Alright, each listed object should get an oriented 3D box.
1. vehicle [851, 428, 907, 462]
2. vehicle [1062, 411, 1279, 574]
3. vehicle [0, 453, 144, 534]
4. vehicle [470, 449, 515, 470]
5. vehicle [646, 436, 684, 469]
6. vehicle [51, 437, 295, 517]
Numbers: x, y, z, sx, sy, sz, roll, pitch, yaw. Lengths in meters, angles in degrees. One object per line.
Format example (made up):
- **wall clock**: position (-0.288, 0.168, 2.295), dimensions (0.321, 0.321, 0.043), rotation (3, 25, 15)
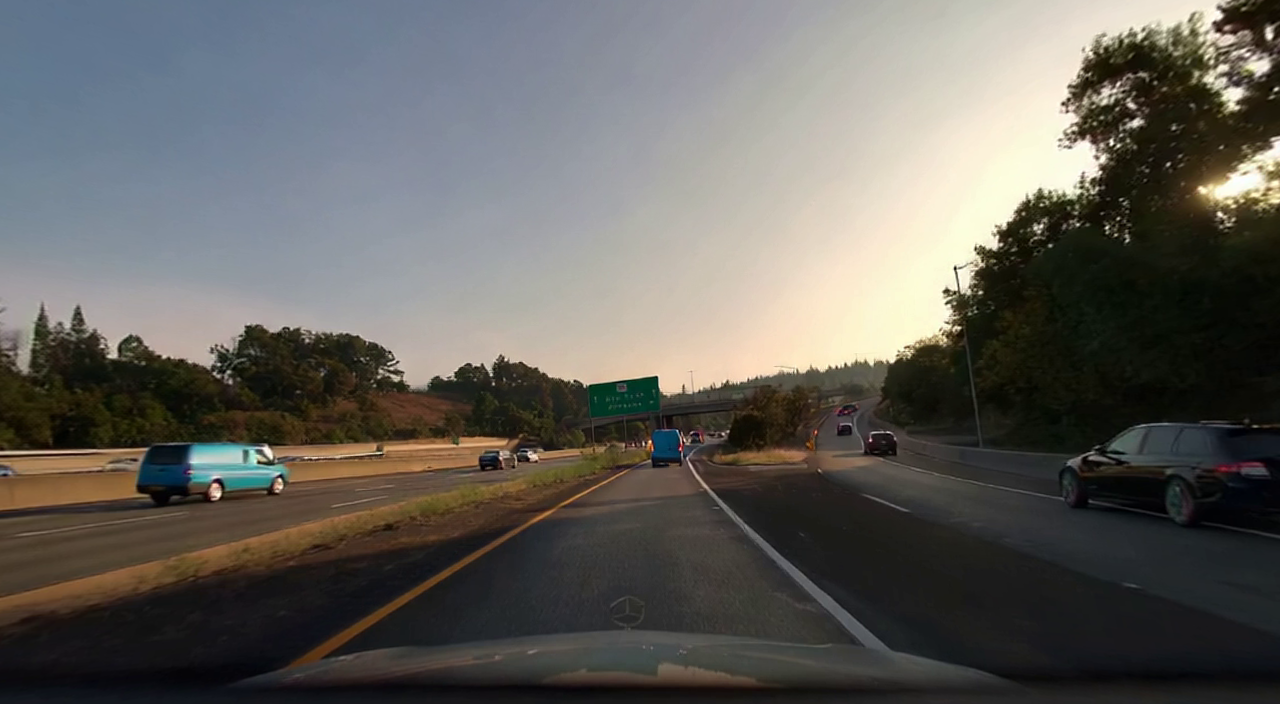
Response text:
- **vehicle**: position (13.715, 5.355, 36.494), dimensions (2.167, 1.798, 4.838), rotation (-2, -8, 11)
- **vehicle**: position (7.818, 1.662, 8.051), dimensions (2.098, 1.654, 4.637), rotation (-2, -8, 8)
- **vehicle**: position (-13.881, 3.035, 13.857), dimensions (2.747, 1.505, 3.932), rotation (0, -8, 0)
- **vehicle**: position (-11.428, 8.345, 49.242), dimensions (2.081, 1.539, 4.573), rotation (-1, -8, 5)
- **vehicle**: position (1.445, 5.848, 36.927), dimensions (2.043, 1.821, 4.558), rotation (-1, -8, 2)
- **vehicle**: position (-13.469, 3.605, 19.031), dimensions (2.298, 1.964, 6.364), rotation (-1, -8, 3)
